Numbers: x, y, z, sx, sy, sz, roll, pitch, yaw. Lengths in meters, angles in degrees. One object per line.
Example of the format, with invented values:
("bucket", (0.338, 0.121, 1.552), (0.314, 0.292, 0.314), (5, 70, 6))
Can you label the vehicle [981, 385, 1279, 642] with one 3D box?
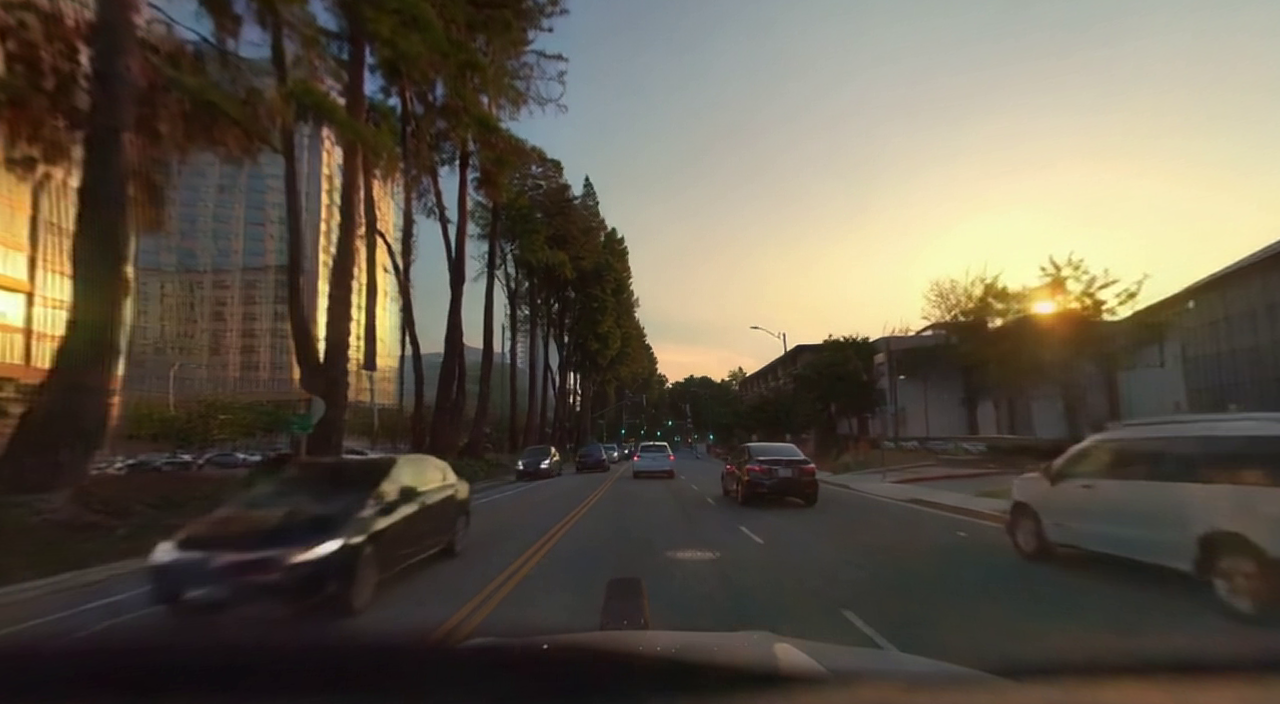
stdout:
("vehicle", (5.592, 1.373, 6.011), (2.059, 1.813, 4.637), (0, -9, 0))

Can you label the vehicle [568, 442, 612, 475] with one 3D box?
("vehicle", (-2.743, 5.972, 35.590), (2.065, 1.708, 4.311), (0, -9, 1))

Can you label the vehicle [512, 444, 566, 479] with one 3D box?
("vehicle", (-5.466, 5.983, 34.820), (2.132, 1.769, 4.760), (0, -9, 1))

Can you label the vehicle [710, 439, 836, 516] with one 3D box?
("vehicle", (2.927, 2.846, 14.857), (1.991, 1.536, 4.116), (0, -9, -1))

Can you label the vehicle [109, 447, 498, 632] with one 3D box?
("vehicle", (-3.117, 1.788, 7.079), (1.997, 1.415, 4.195), (0, -9, 1))

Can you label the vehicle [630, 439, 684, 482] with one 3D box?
("vehicle", (0.693, 4.596, 26.961), (2.105, 1.653, 3.887), (0, -9, 0))
